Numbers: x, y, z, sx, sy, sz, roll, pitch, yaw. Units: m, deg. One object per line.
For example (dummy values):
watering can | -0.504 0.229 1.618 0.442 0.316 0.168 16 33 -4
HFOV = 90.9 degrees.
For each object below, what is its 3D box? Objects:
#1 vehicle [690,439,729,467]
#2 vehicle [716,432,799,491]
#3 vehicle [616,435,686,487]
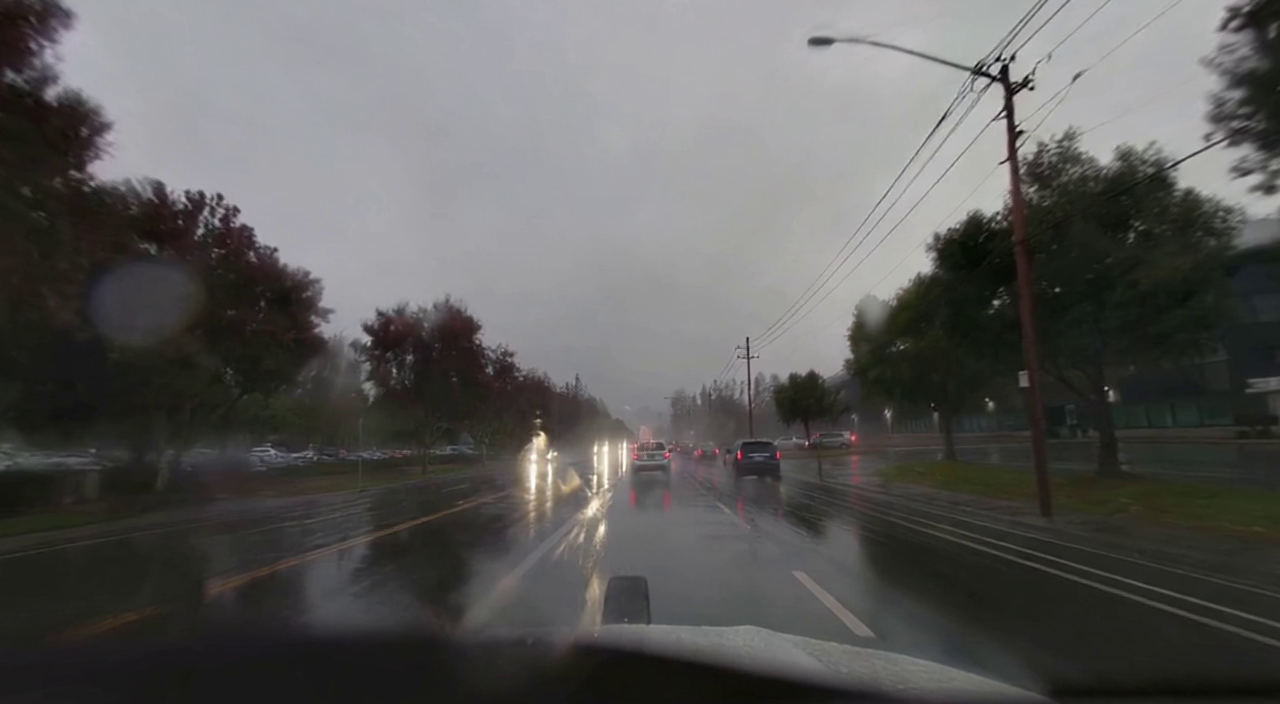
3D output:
vehicle | 4.392 6.488 40.627 2.024 1.711 4.512 0 -9 0
vehicle | 3.678 3.512 20.483 1.914 1.698 4.049 0 -9 0
vehicle | 0.373 3.778 22.144 2.200 1.653 4.127 0 -9 1
